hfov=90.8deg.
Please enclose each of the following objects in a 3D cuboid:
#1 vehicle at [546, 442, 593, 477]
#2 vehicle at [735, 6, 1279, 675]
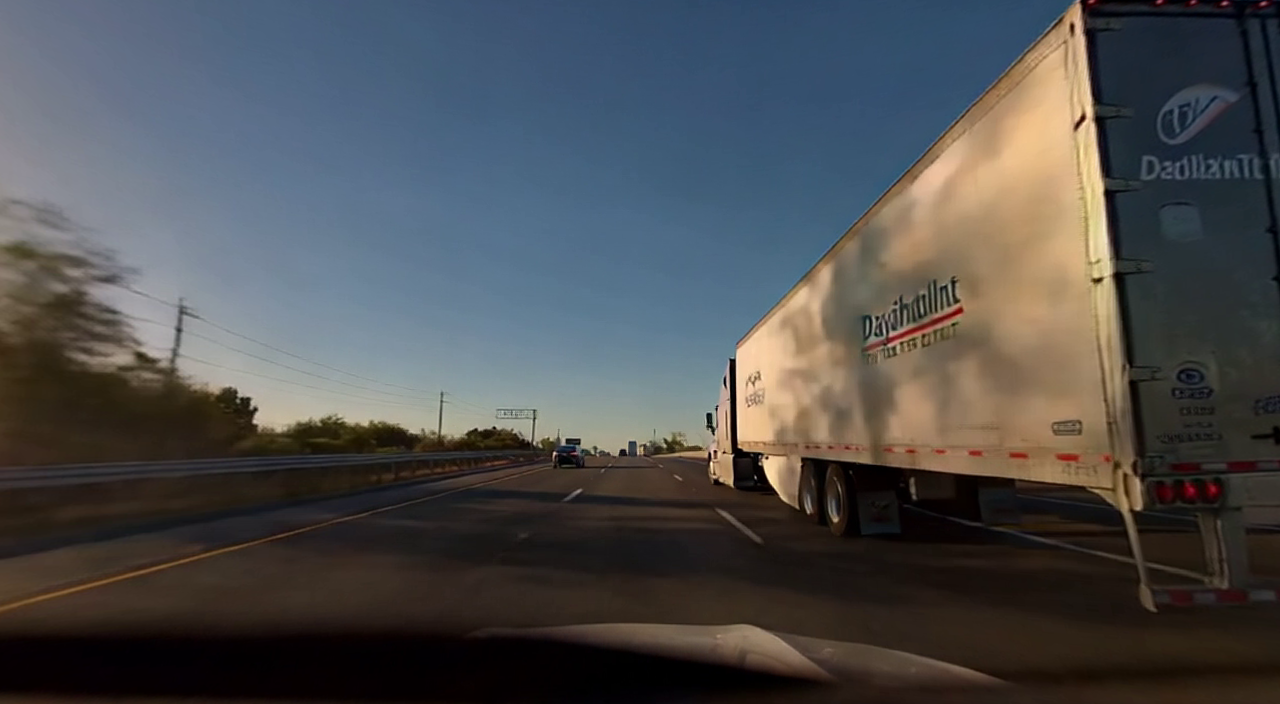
[{"bbox_3d":[-3.604,5.585,33.095,2.030,1.657,3.926,0,-8,0],"label":"vehicle"},{"bbox_3d":[3.964,0.699,10.145,2.962,4.132,12.720,0,-8,0],"label":"vehicle"}]
